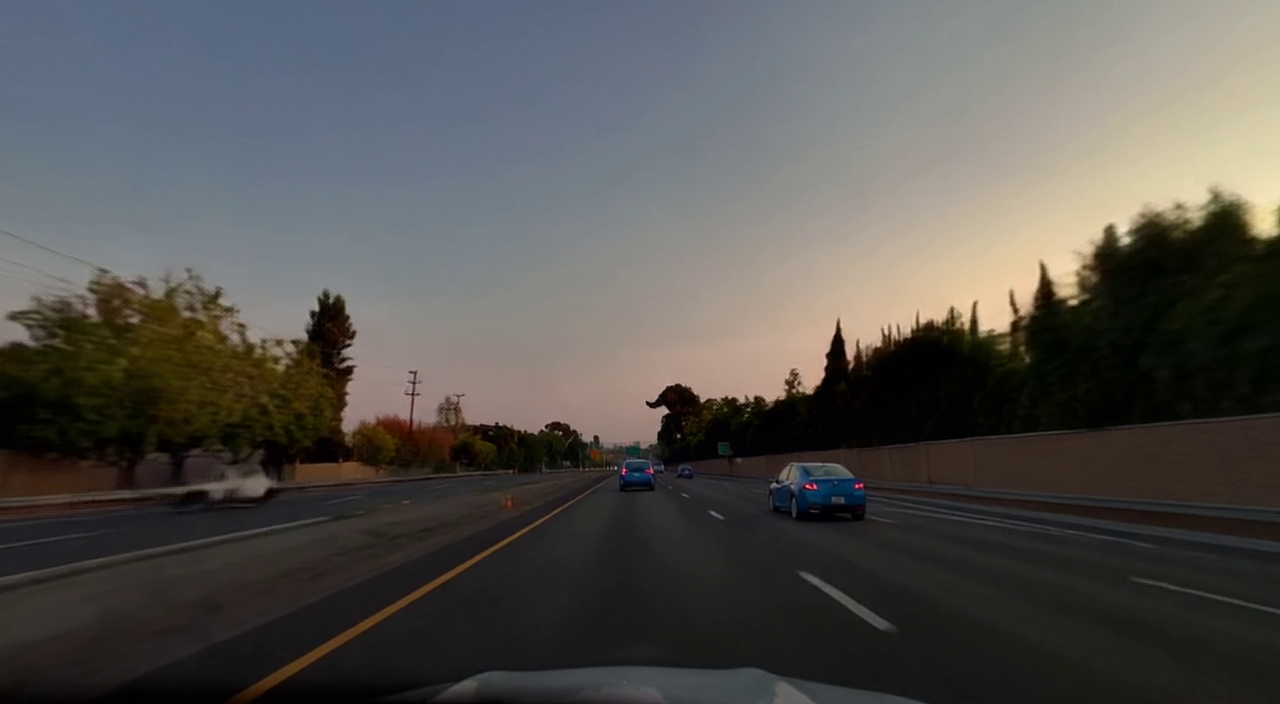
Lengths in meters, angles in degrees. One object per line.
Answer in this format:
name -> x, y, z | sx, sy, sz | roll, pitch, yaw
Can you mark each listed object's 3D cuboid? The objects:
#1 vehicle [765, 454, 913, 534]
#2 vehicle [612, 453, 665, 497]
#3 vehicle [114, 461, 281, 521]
vehicle -> 4.236, 3.102, 14.159 | 1.938, 1.494, 4.032 | 1, -10, -1
vehicle -> -0.048, 5.059, 26.021 | 2.037, 1.605, 3.833 | 1, -10, 0
vehicle -> -12.625, 3.970, 18.351 | 1.966, 1.486, 3.941 | 1, -10, -1
